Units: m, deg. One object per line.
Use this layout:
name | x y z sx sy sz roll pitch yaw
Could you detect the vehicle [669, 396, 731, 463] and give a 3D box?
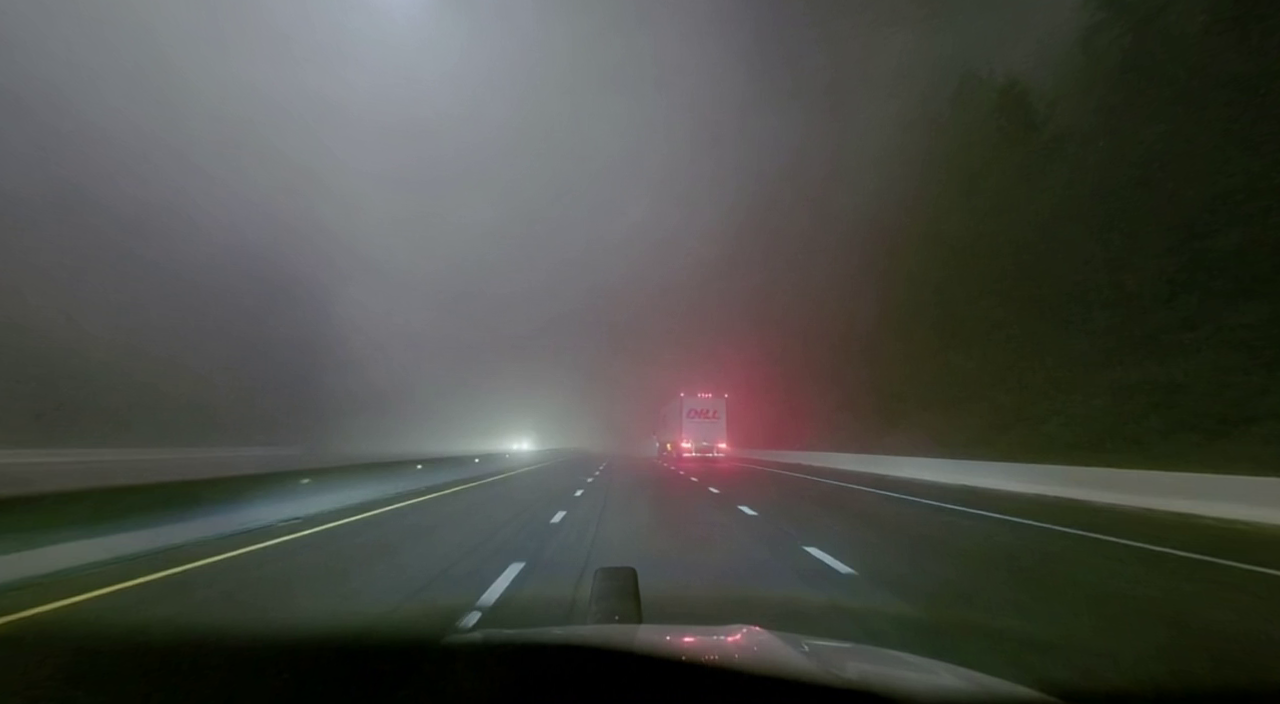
vehicle | 3.768 5.197 41.709 2.880 3.918 8.254 0 -8 -3
